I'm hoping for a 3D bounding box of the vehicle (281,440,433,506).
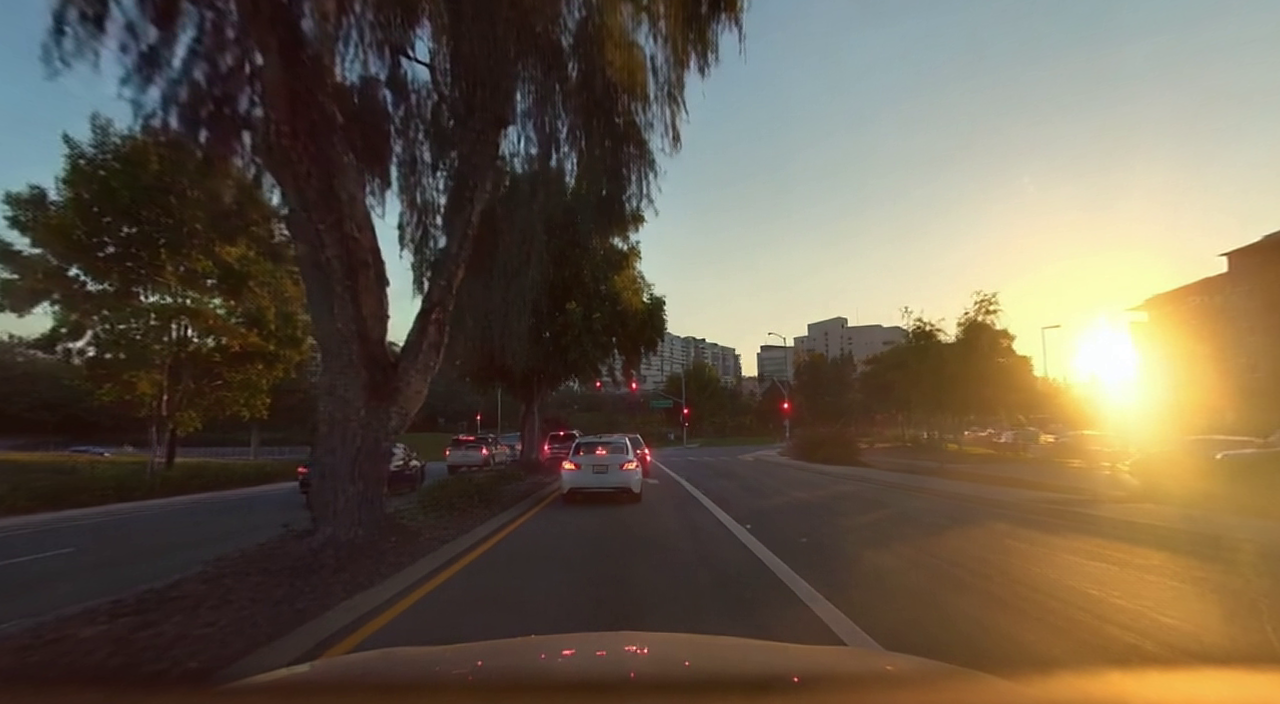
[{"bbox_3d":[-7.052,3.036,16.350,1.852,1.458,4.422,0,-8,1],"label":"vehicle"}]

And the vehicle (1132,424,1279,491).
[{"bbox_3d":[14.774,2.561,15.635,4.605,1.430,2.086,4,-9,-25],"label":"vehicle"}]

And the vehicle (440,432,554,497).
[{"bbox_3d":[-3.590,2.919,16.769,1.920,1.480,4.549,0,-8,1],"label":"vehicle"}]

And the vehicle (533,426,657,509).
[{"bbox_3d":[-0.823,2.416,13.698,2.231,1.481,4.489,0,-8,0],"label":"vehicle"}]
